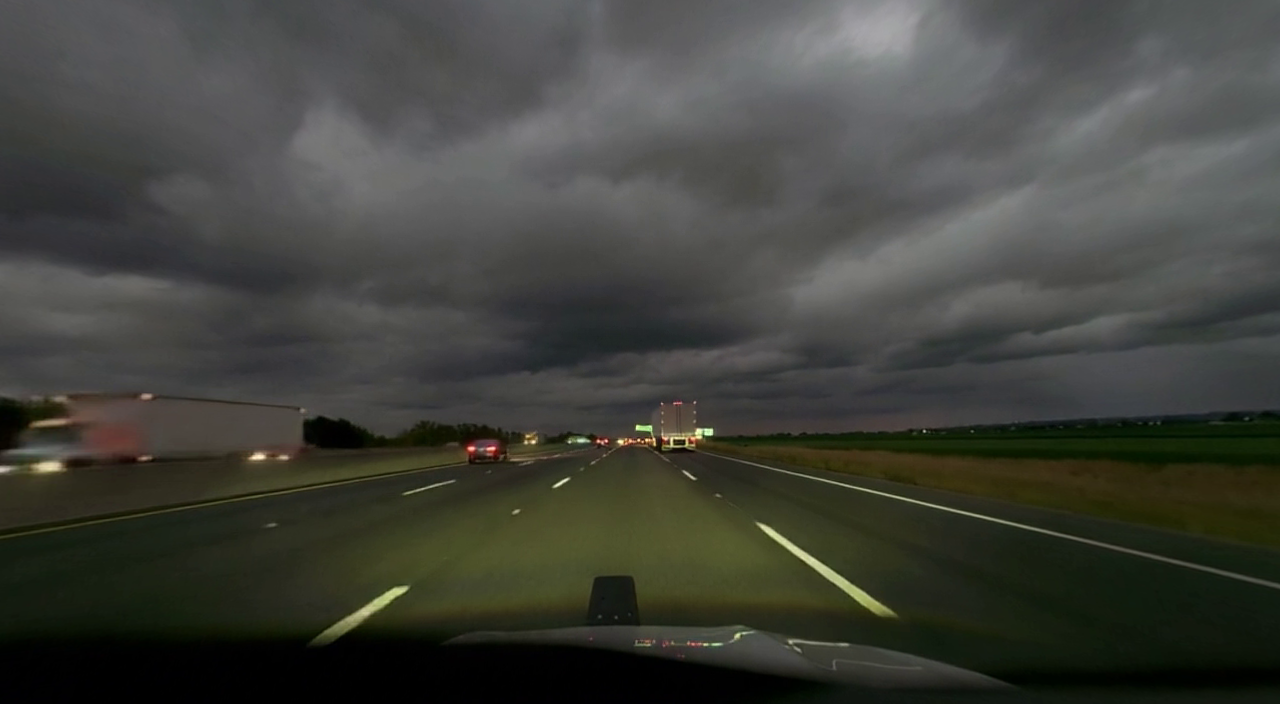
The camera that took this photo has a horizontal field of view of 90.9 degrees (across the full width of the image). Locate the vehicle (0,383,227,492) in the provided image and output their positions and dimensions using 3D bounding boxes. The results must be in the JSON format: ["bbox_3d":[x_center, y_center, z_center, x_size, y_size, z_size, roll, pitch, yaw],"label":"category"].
[{"bbox_3d":[-23.228,3.778,28.000,2.993,3.934,10.018,0,-8,-1],"label":"vehicle"}]

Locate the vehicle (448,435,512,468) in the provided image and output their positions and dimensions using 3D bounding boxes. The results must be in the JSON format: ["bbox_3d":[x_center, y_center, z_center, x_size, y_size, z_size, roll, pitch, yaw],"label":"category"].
[{"bbox_3d":[-7.617,4.767,30.450,2.018,1.454,4.290,0,-8,-1],"label":"vehicle"}]

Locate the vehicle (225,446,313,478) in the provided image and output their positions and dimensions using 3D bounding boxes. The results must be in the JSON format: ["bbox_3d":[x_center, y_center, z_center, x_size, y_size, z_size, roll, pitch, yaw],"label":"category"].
[{"bbox_3d":[-19.102,5.658,32.717,1.826,1.444,4.605,0,-8,0],"label":"vehicle"}]
